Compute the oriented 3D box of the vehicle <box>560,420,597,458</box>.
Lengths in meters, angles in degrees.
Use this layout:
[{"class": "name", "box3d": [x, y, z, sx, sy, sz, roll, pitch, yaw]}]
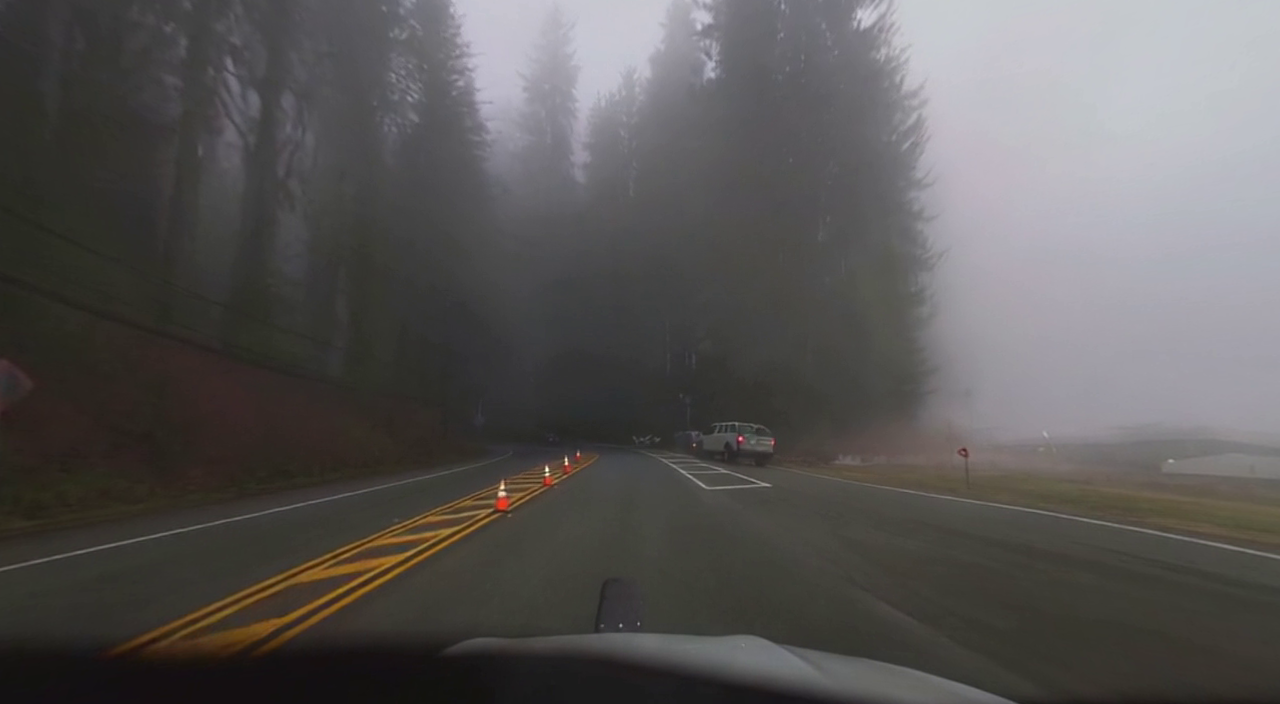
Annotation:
[{"class": "vehicle", "box3d": [-4.160, 5.933, 42.968, 2.436, 2.512, 2.316, 0, -9, -4]}]
